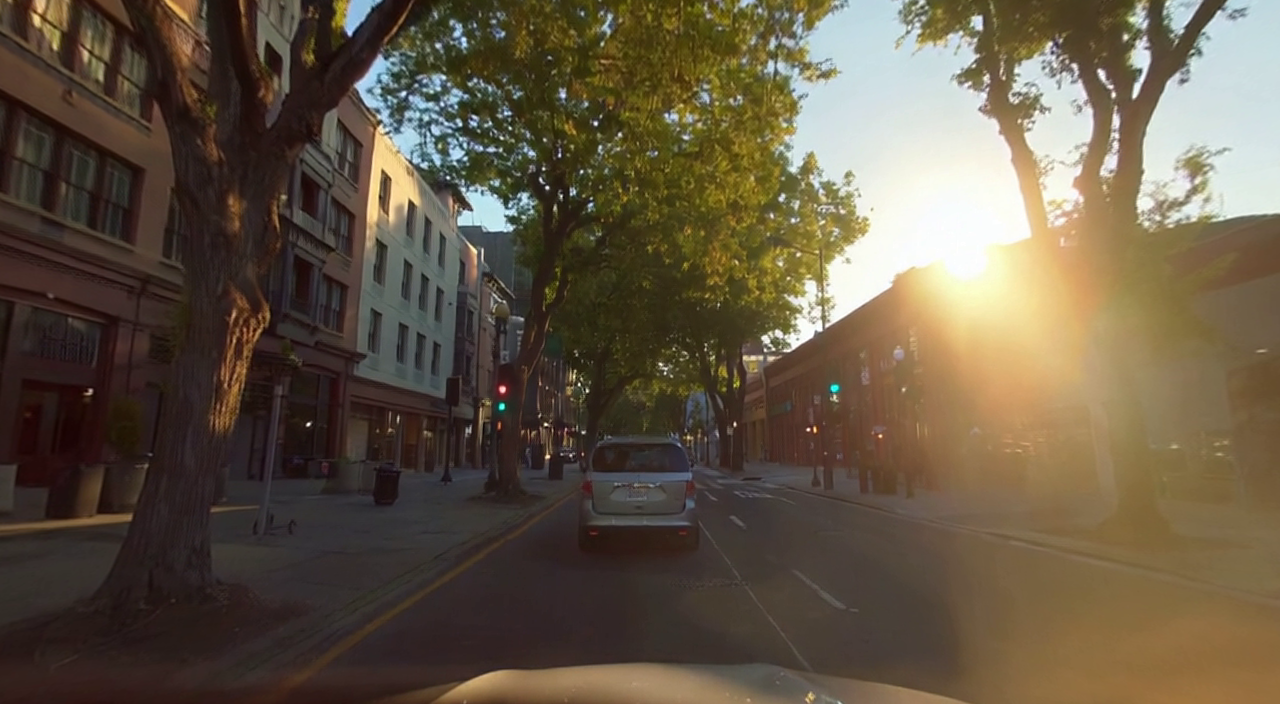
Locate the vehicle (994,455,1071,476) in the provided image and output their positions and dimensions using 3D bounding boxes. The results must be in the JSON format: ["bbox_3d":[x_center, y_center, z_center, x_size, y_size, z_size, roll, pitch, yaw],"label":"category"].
[{"bbox_3d":[29.816,8.599,47.920,4.668,1.441,1.904,1,-9,-6],"label":"vehicle"}]

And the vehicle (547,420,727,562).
[{"bbox_3d":[-0.080,1.901,9.315,2.079,1.621,3.861,0,-8,-1],"label":"vehicle"}]

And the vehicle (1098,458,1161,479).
[{"bbox_3d":[37.103,8.819,47.799,3.445,1.363,1.608,2,-8,-1],"label":"vehicle"}]
